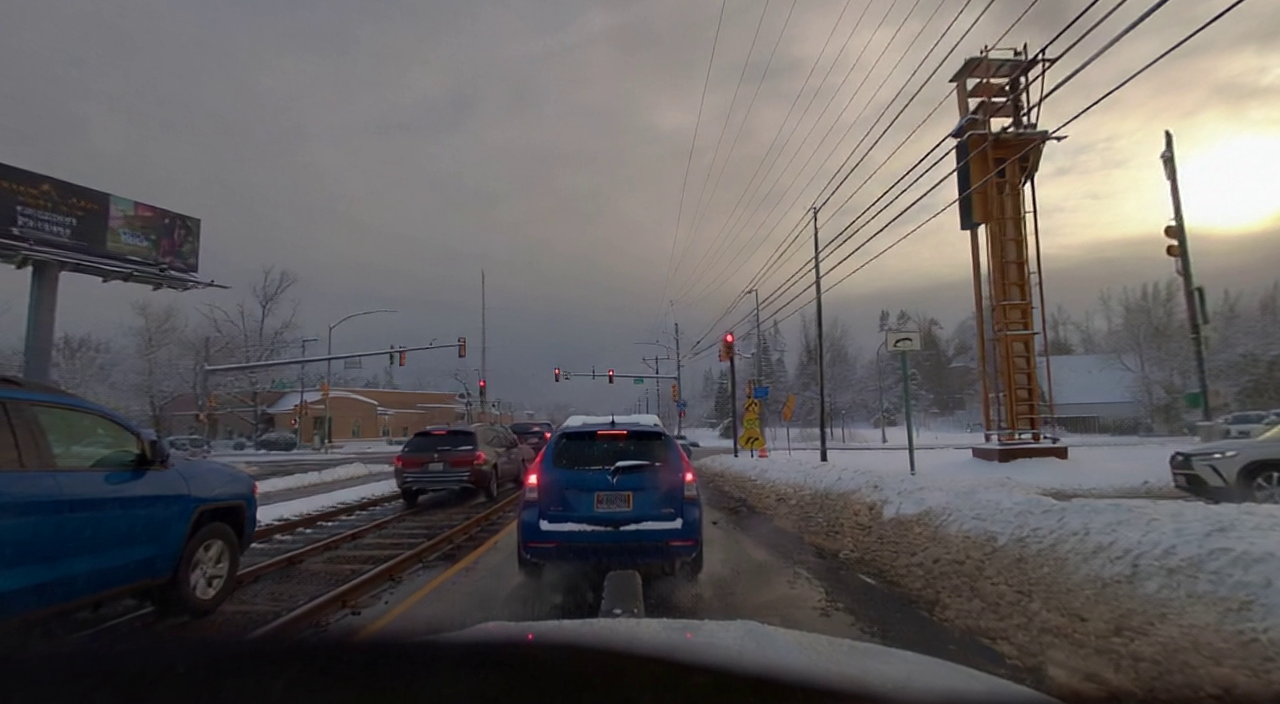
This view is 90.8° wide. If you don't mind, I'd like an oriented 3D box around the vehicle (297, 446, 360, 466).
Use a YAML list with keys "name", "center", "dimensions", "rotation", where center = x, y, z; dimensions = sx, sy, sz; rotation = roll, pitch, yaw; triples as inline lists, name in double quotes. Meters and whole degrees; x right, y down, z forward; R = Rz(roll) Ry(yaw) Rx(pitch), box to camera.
- name: "vehicle"
  center: [-24.198, 8.063, 49.079]
  dimensions: [4.357, 1.444, 1.842]
  rotation: [-3, -9, 19]

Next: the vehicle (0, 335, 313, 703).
- name: "vehicle"
  center: [-3.929, 0.859, 2.977]
  dimensions: [2.052, 1.814, 5.184]
  rotation: [0, -9, -1]

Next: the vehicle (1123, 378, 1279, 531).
- name: "vehicle"
  center: [9.591, 1.310, 8.190]
  dimensions: [5.060, 1.702, 2.033]
  rotation: [1, -9, -4]

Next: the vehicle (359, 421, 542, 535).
- name: "vehicle"
  center: [-3.144, 2.189, 11.548]
  dimensions: [1.988, 1.678, 4.317]
  rotation: [0, -9, 0]

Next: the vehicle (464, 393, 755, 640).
- name: "vehicle"
  center: [-0.219, 1.427, 6.333]
  dimensions: [2.025, 1.723, 3.644]
  rotation: [0, -9, 0]
